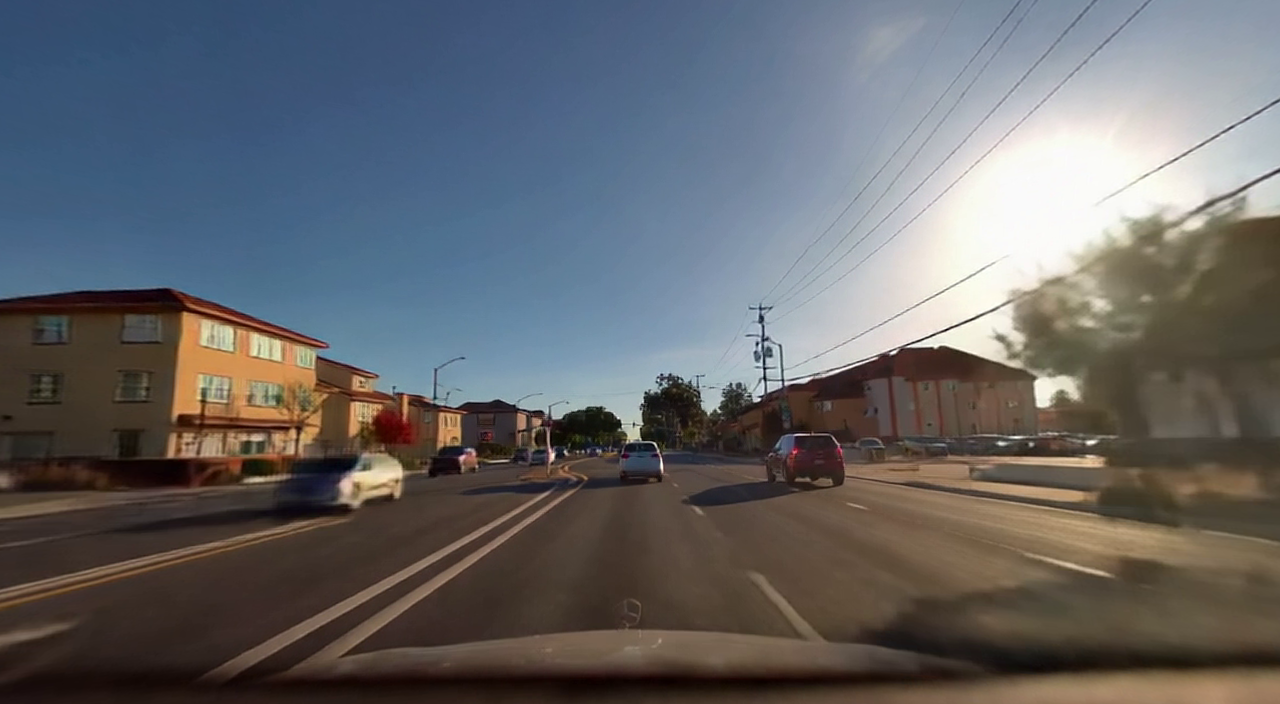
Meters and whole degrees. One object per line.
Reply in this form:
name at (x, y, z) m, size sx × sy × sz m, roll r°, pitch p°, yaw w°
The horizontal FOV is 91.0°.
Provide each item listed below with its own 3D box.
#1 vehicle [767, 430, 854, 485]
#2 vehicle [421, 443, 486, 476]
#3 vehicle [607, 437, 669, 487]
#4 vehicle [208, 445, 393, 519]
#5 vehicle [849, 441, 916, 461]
vehicle at (6.360, 4.008, 24.090) m, size 2.061 × 1.889 × 4.268 m, roll 0°, pitch -9°, yaw -1°
vehicle at (-11.317, 6.566, 38.754) m, size 2.193 × 1.851 × 5.705 m, roll 0°, pitch -9°, yaw 1°
vehicle at (-0.099, 4.119, 23.845) m, size 2.138 × 1.702 × 4.168 m, roll 0°, pitch -9°, yaw -1°
vehicle at (-7.967, 3.066, 15.432) m, size 1.941 × 1.514 × 4.618 m, roll 0°, pitch -9°, yaw 0°
vehicle at (19.085, 7.786, 49.702) m, size 4.415 × 1.519 × 1.907 m, roll 0°, pitch -9°, yaw 0°
